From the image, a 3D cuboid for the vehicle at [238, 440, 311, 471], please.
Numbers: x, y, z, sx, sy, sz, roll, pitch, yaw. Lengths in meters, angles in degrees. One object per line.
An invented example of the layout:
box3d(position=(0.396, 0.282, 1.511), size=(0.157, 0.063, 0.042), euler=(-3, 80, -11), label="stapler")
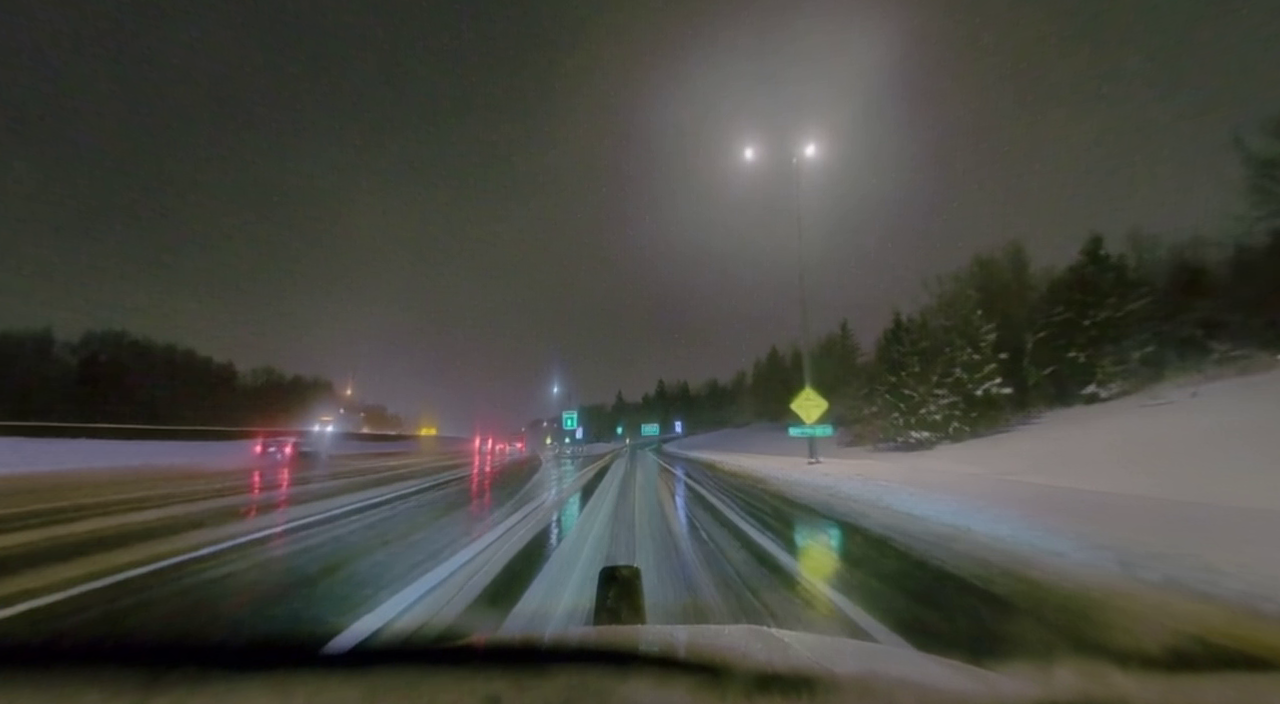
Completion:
box3d(position=(-21.532, 6.122, 37.321), size=(2.093, 1.735, 4.285), euler=(1, -9, -6), label="vehicle")
